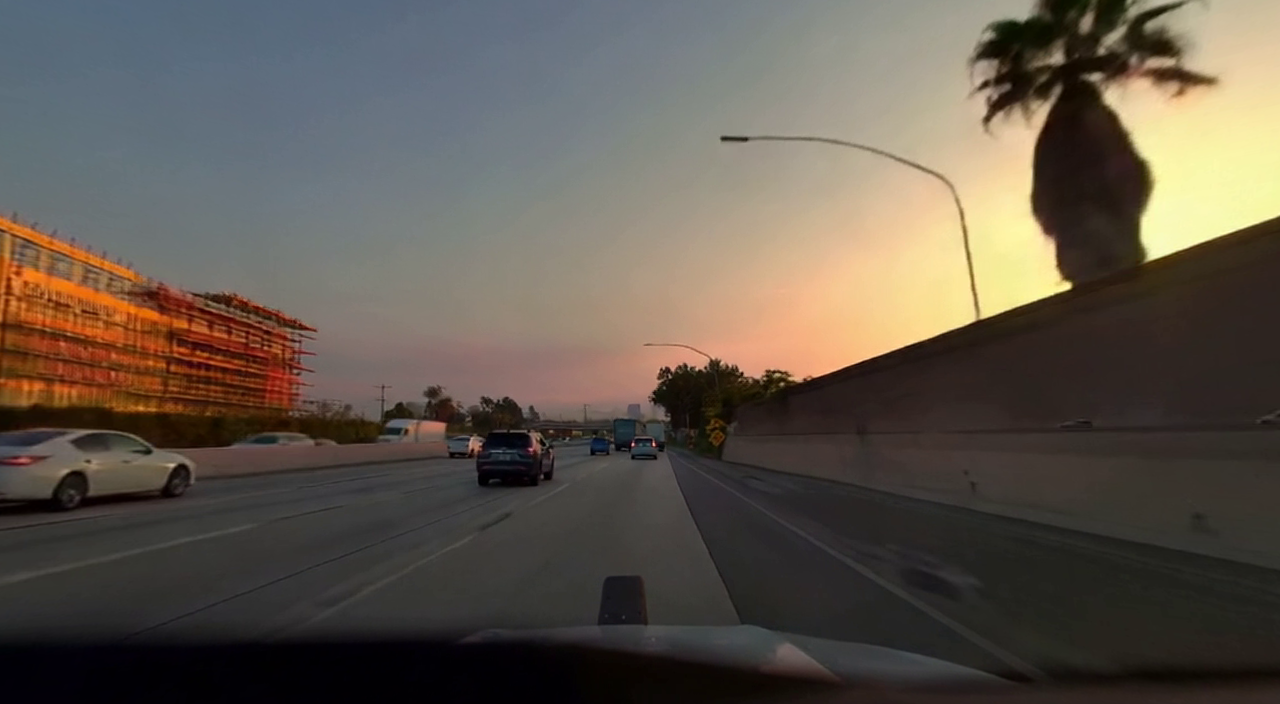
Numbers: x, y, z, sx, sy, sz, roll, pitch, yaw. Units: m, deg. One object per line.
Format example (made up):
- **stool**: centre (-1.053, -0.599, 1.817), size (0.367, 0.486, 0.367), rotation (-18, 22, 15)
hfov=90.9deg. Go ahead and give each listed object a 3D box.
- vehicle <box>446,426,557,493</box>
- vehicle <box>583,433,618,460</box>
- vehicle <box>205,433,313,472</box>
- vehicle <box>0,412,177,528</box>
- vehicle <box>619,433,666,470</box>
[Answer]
- **vehicle**: centre (-3.941, 3.147, 18.862), size (2.108, 1.740, 4.549), rotation (-1, -8, 2)
- **vehicle**: centre (-3.042, 7.356, 49.317), size (2.203, 1.958, 4.848), rotation (-1, -8, 3)
- **vehicle**: centre (-17.456, 4.599, 29.215), size (2.045, 1.637, 4.560), rotation (-1, -8, 2)
- **vehicle**: centre (-11.070, 2.054, 11.276), size (2.007, 1.815, 4.558), rotation (-1, -8, 1)
- **vehicle**: centre (0.177, 4.850, 31.042), size (2.136, 1.678, 4.052), rotation (-1, -8, 2)
